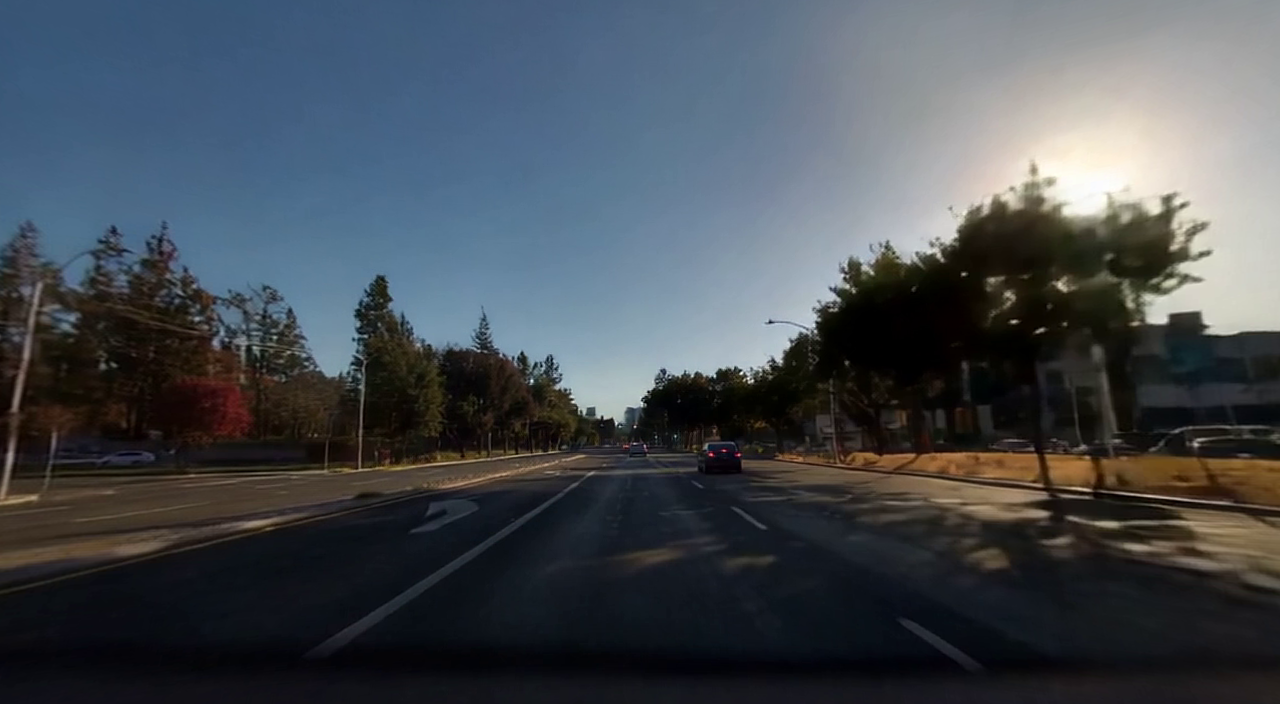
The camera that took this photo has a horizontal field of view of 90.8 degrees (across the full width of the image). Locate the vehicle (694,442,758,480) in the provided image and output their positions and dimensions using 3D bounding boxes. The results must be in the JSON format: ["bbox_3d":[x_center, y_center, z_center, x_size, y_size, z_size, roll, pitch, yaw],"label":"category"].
[{"bbox_3d":[3.560,4.585,26.950,1.948,1.479,4.620,0,-8,-2],"label":"vehicle"}]
